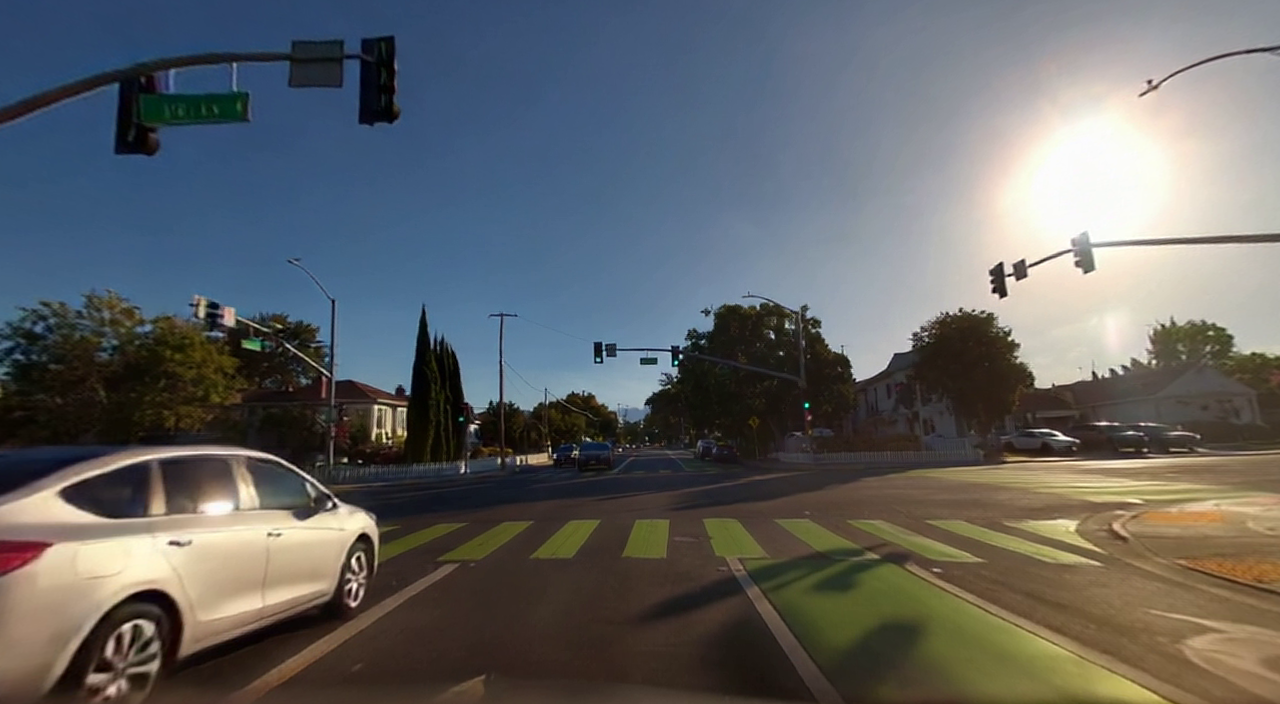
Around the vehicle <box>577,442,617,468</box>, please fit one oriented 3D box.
[{"bbox_3d":[-2.596,6.363,38.964,1.982,1.472,4.103,-1,-8,3],"label":"vehicle"}]

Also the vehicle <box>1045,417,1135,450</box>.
[{"bbox_3d":[26.698,4.931,37.559,2.033,1.821,4.542,-1,-8,2],"label":"vehicle"}]

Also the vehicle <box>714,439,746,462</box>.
[{"bbox_3d":[6.613,7.316,46.723,1.891,1.584,3.802,-1,-8,2],"label":"vehicle"}]

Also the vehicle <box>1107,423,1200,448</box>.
[{"bbox_3d":[30.507,5.018,37.600,1.837,1.396,4.695,-1,-8,3],"label":"vehicle"}]

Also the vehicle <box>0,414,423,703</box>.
[{"bbox_3d":[-3.371,1.296,4.408,1.904,1.489,4.746,-1,-8,1],"label":"vehicle"}]

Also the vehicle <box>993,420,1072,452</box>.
[{"bbox_3d":[23.529,5.114,37.932,1.964,1.759,4.583,-1,-8,3],"label":"vehicle"}]

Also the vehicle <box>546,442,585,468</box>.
[{"bbox_3d":[-5.187,7.268,44.539,1.982,1.686,4.195,-1,-8,4],"label":"vehicle"}]
